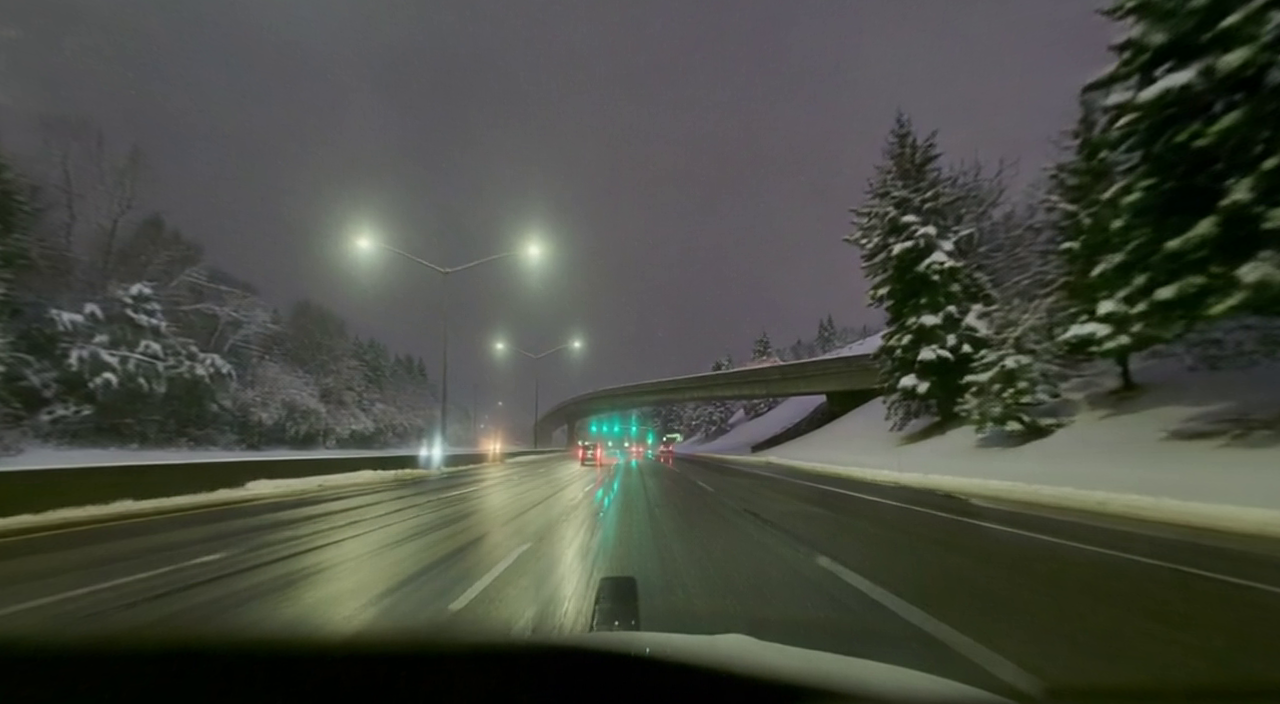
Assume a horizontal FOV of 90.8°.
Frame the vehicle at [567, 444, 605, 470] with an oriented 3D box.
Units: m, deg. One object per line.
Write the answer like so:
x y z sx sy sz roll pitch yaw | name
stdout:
-3.388 6.657 40.345 2.037 1.514 4.335 -1 -9 0 | vehicle
